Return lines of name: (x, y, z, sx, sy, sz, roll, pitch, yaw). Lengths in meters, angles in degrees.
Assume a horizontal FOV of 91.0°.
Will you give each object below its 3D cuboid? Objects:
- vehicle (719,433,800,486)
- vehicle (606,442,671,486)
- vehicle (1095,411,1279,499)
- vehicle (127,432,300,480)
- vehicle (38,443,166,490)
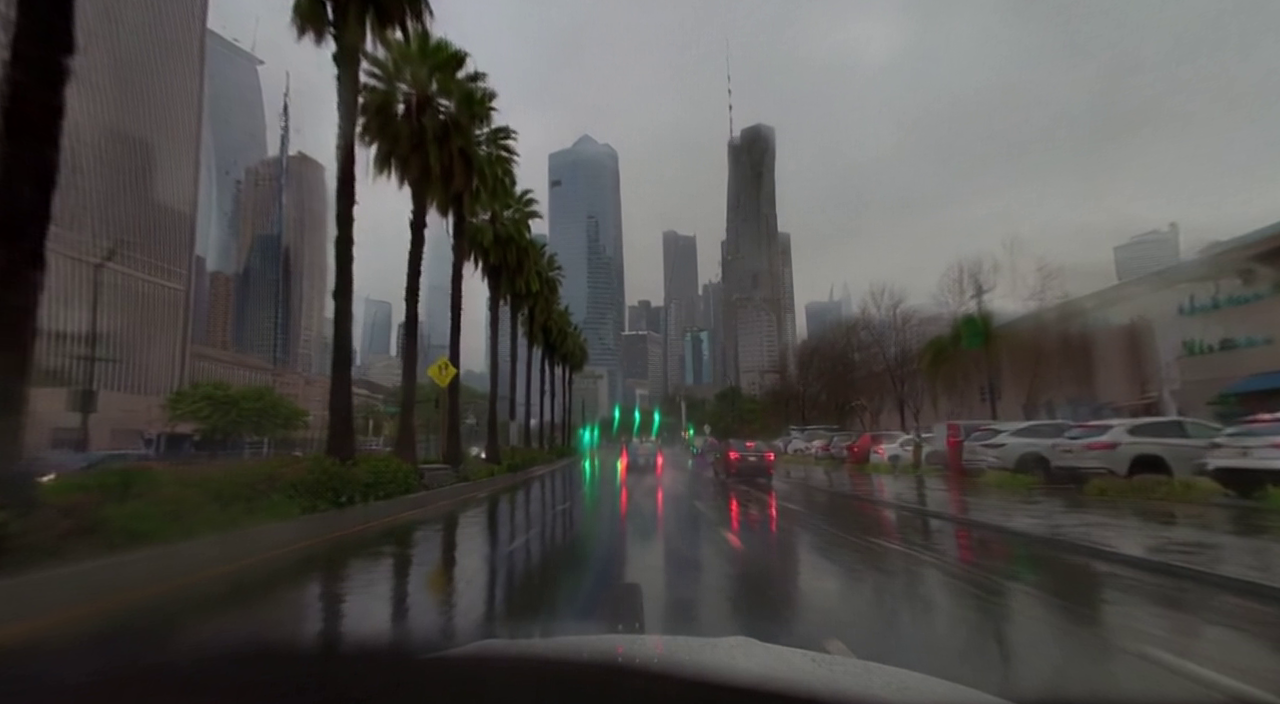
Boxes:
vehicle: (4.380, 4.033, 23.998, 2.136, 1.774, 4.778, 0, -8, 0)
vehicle: (-0.050, 4.158, 23.748, 2.235, 1.528, 3.876, 0, -8, 0)
vehicle: (12.690, 2.140, 13.200, 4.556, 1.657, 2.242, 0, -8, -3)
vehicle: (-30.636, 7.571, 46.553, 3.081, 3.048, 13.223, 0, -8, 3)
vehicle: (-26.432, 5.646, 31.230, 2.277, 2.133, 4.869, 1, -10, -6)
